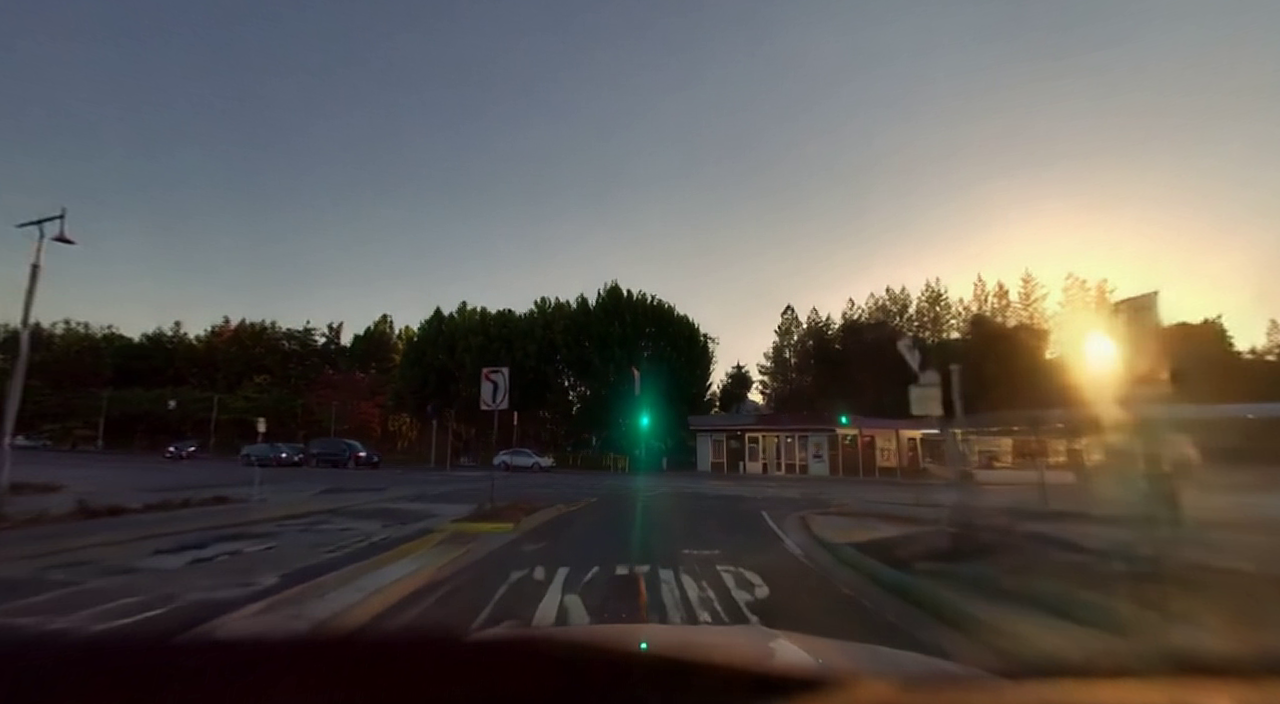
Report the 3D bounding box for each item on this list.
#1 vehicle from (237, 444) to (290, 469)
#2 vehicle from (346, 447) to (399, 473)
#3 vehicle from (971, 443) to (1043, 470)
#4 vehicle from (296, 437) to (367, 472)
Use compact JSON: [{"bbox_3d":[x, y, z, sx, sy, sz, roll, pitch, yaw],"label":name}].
[{"bbox_3d":[-24.735,6.870,41.375,1.771,1.510,3.545,1,-9,-10],"label":"vehicle"},{"bbox_3d":[-15.375,6.199,36.278,1.789,1.399,4.236,1,-9,-9],"label":"vehicle"},{"bbox_3d":[27.818,7.903,47.570,4.474,1.956,2.263,-6,-11,31],"label":"vehicle"},{"bbox_3d":[-18.413,6.133,37.772,2.337,1.934,4.843,1,-9,-8],"label":"vehicle"}]
